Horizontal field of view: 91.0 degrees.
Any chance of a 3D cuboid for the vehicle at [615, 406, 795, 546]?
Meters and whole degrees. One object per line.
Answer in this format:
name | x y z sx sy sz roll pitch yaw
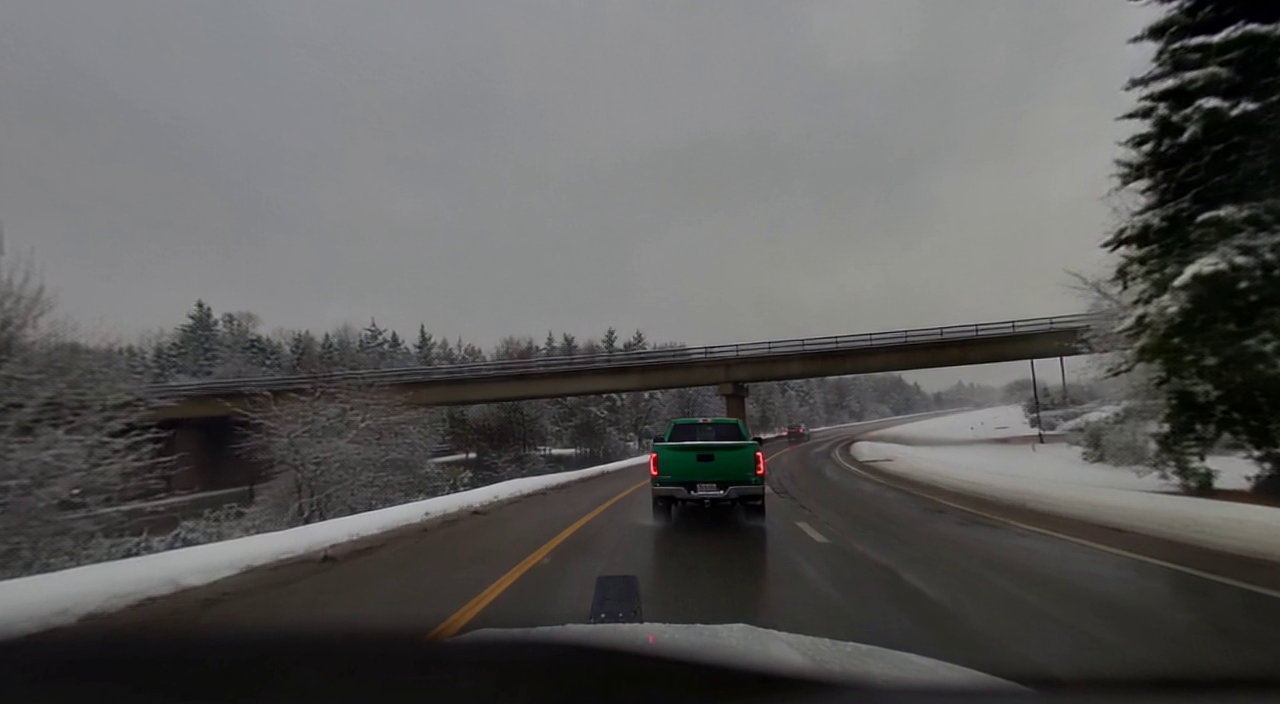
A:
vehicle | 1.003 1.879 10.163 2.235 1.716 4.435 -1 -9 5
